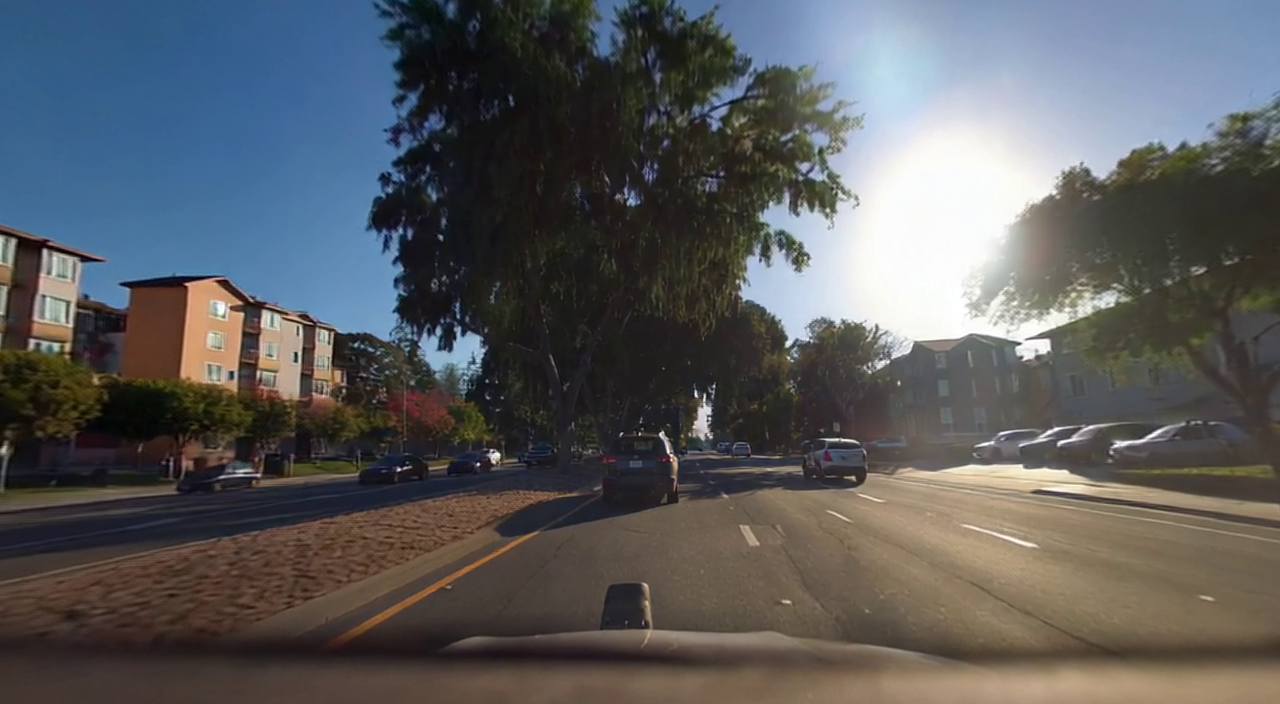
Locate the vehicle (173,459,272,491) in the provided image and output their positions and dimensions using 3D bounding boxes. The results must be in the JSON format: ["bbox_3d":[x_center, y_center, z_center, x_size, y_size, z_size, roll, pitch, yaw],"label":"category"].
[{"bbox_3d":[-22.129,6.501,33.640,1.824,1.476,4.499,-1,-8,7],"label":"vehicle"}]

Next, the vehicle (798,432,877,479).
[{"bbox_3d":[7.931,4.180,25.744,1.971,1.722,4.341,0,-8,3],"label":"vehicle"}]

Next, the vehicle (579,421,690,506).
[{"bbox_3d":[0.046,2.737,15.937,2.332,1.798,4.546,-1,-8,5],"label":"vehicle"}]

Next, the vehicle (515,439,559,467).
[{"bbox_3d":[-6.880,6.774,42.531,2.119,1.778,4.760,0,-8,1],"label":"vehicle"}]

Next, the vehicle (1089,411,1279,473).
[{"bbox_3d":[18.725,3.089,21.579,4.783,1.724,2.297,-4,-8,1],"label":"vehicle"}]

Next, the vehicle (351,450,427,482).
[{"bbox_3d":[-12.552,5.701,31.830,1.806,1.417,4.405,-2,-8,4],"label":"vehicle"}]
